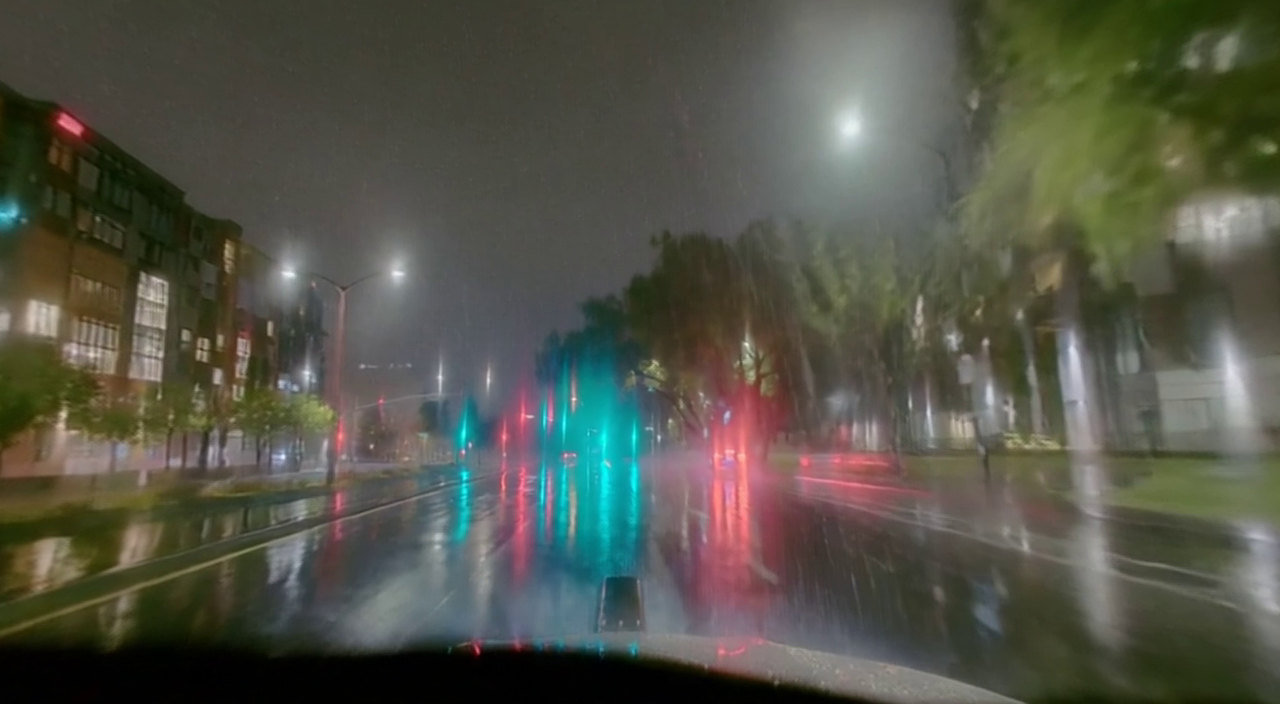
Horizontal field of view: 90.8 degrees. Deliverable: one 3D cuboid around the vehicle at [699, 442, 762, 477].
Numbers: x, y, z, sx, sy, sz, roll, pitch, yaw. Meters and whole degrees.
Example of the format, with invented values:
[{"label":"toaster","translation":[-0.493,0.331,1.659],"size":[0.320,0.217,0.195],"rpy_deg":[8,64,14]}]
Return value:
[{"label":"vehicle","translation":[4.582,5.542,32.764],"size":[2.042,1.635,4.858],"rpy_deg":[1,-9,-6]}]
